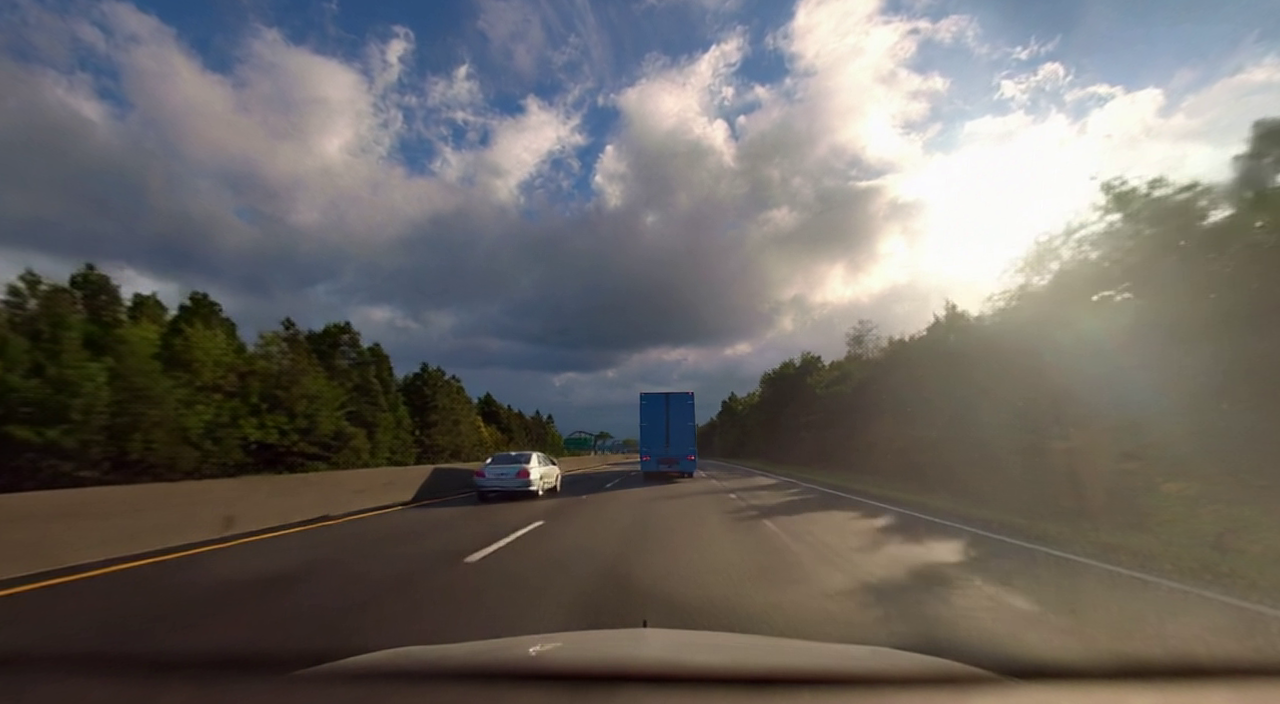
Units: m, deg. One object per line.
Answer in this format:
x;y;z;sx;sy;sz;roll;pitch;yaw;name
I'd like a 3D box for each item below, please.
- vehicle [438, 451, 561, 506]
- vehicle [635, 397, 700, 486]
-3.854;3.565;18.358;2.133;1.358;4.870;-1;-9;5;vehicle
1.556;4.619;32.251;2.821;3.878;8.925;-1;-9;5;vehicle
